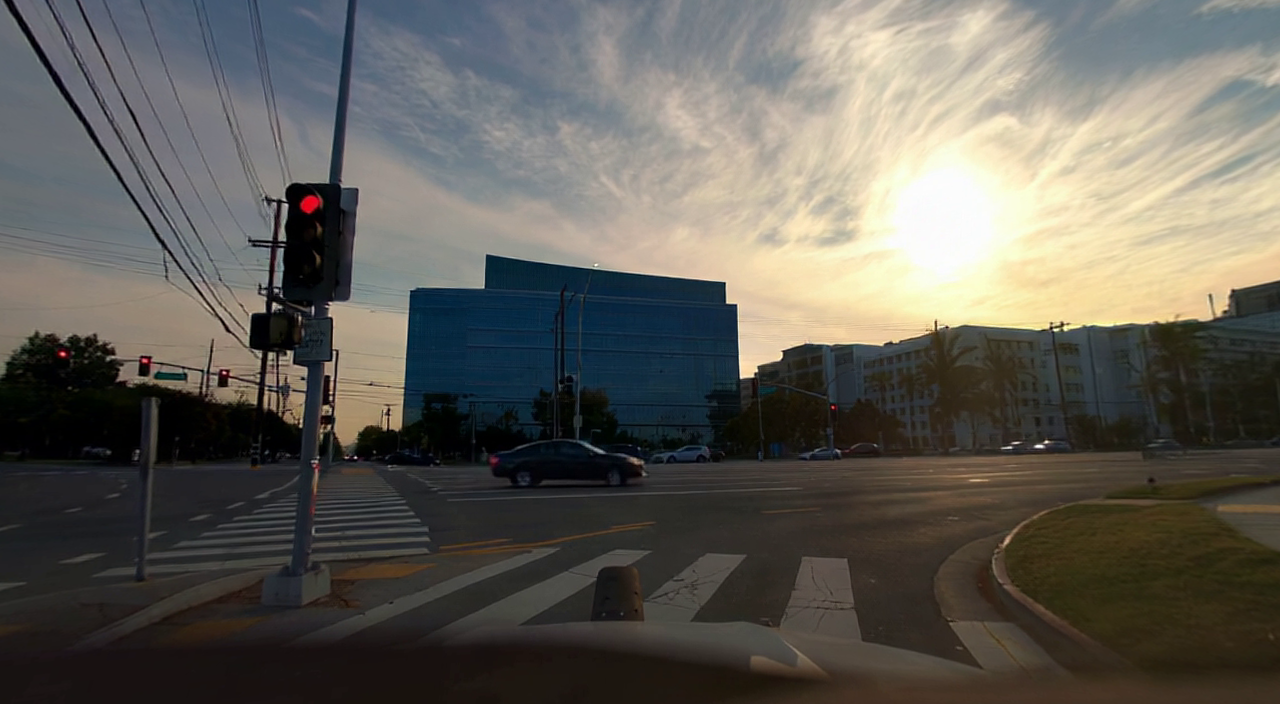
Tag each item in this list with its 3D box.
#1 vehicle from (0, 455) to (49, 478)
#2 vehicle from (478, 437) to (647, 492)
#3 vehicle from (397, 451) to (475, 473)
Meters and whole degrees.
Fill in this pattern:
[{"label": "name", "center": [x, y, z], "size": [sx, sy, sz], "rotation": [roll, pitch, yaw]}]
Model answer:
[{"label": "vehicle", "center": [-44.671, 8.132, 45.208], "size": [2.058, 1.487, 4.660], "rotation": [4, -9, -26]}, {"label": "vehicle", "center": [-2.254, 3.303, 18.795], "size": [4.700, 1.479, 2.095], "rotation": [1, -8, -7]}, {"label": "vehicle", "center": [-13.905, 7.476, 43.120], "size": [4.837, 1.407, 1.818], "rotation": [4, -9, -26]}]
